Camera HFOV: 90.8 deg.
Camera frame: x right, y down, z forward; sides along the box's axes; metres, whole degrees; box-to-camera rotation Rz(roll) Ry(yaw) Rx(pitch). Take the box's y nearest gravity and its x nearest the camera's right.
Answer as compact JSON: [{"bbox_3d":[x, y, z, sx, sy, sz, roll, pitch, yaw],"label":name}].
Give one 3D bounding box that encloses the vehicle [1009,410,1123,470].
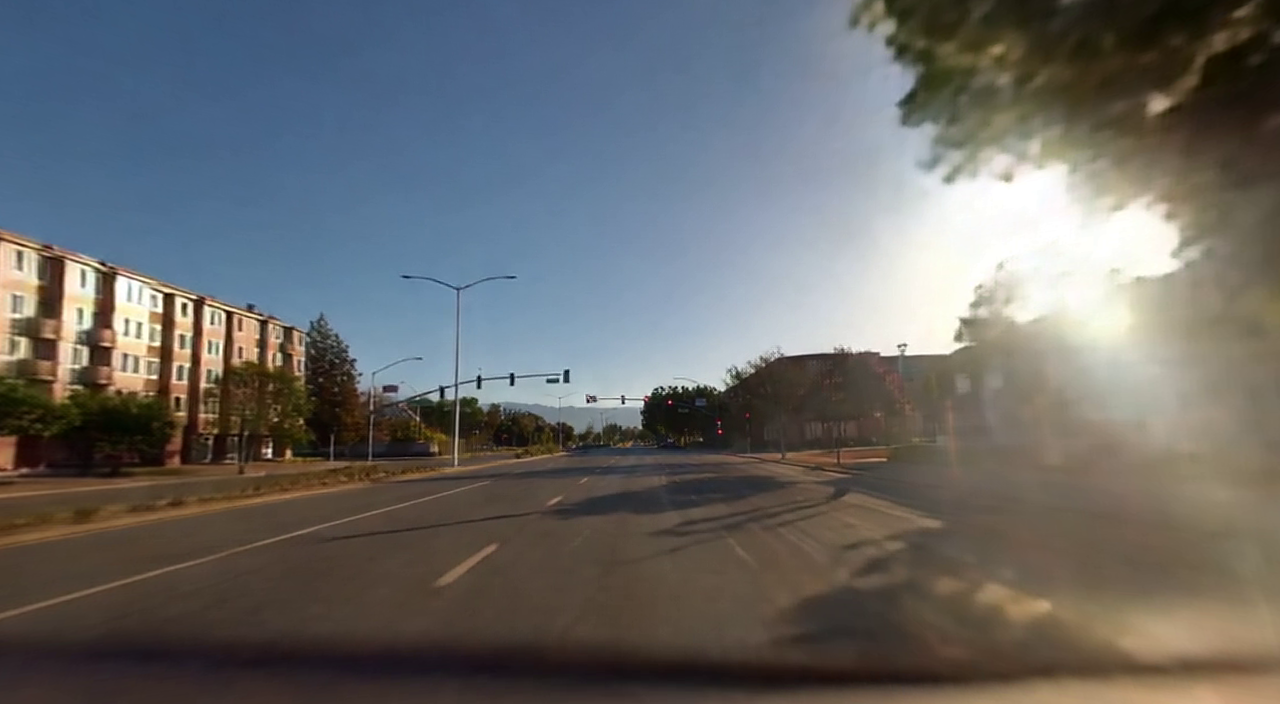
[{"bbox_3d":[16.380,3.439,24.507,1.951,2.131,3.345,1,-9,-1],"label":"vehicle"}]
